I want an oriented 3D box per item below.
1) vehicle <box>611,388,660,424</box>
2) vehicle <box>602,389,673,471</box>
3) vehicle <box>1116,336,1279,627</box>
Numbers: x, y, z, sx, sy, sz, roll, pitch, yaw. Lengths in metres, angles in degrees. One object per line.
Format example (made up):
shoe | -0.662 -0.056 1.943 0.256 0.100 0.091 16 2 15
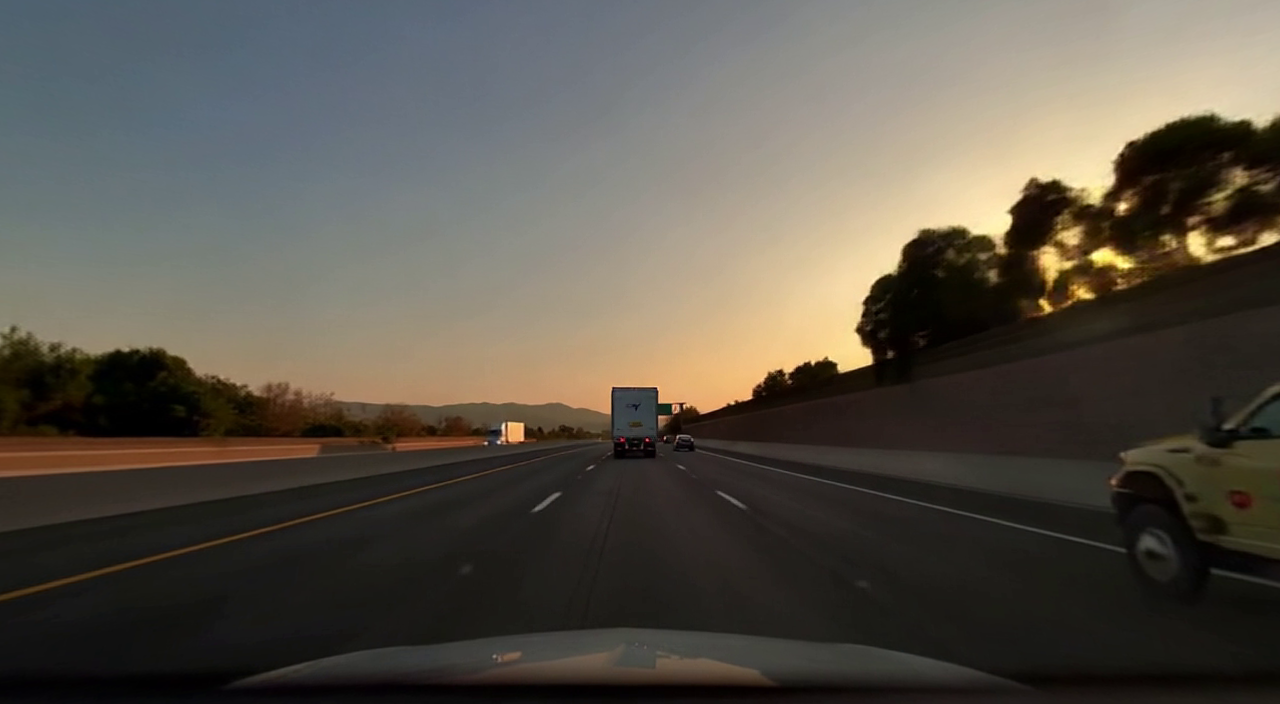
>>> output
vehicle | -0.200 2.534 28.926 2.112 1.472 4.240 0 -8 0
vehicle | -0.296 4.068 33.059 2.953 3.406 13.372 0 -7 -2
vehicle | 5.115 0.677 2.932 2.091 1.829 4.625 0 -8 -1
